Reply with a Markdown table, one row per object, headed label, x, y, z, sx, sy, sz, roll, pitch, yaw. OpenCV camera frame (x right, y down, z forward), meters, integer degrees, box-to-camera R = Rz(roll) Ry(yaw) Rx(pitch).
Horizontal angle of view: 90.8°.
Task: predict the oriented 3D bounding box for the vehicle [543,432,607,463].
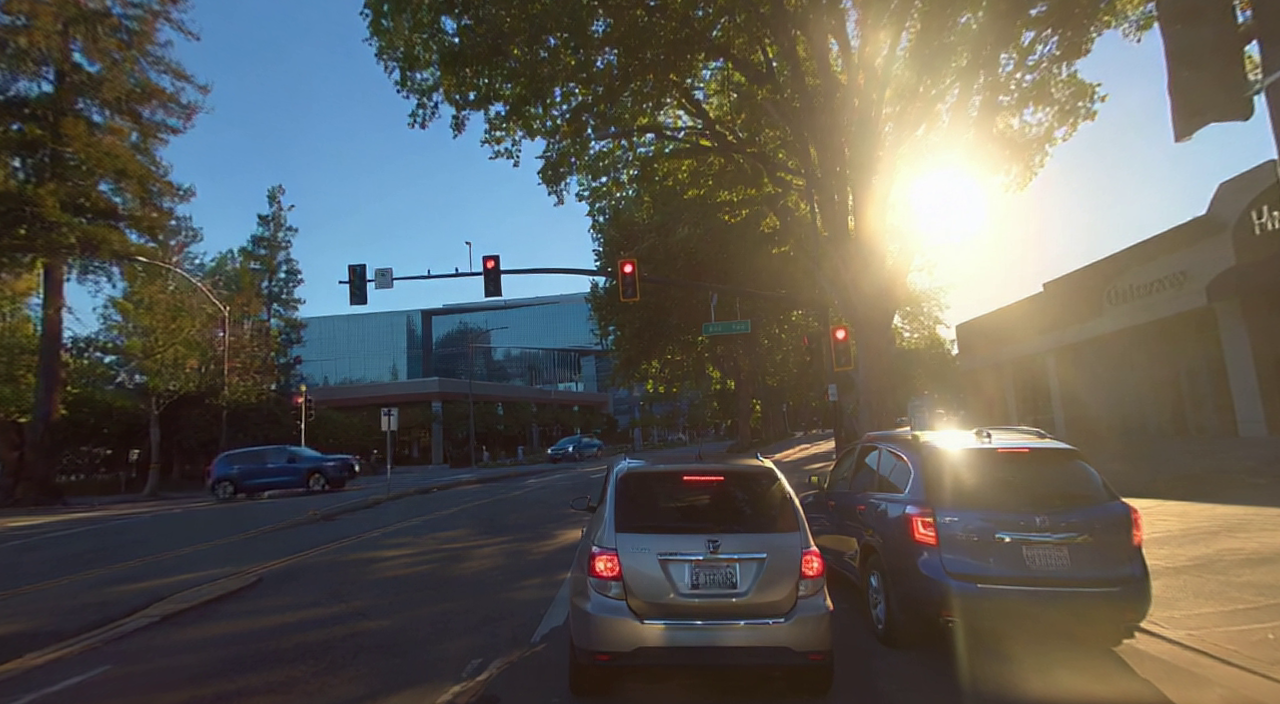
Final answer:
| label | x | y | z | sx | sy | sz | roll | pitch | yaw |
| --- | --- | --- | --- | --- | --- | --- | --- | --- | --- |
| vehicle | -3.931 | 5.958 | 39.334 | 2.244 | 1.792 | 4.648 | -3 | -9 | 18 |

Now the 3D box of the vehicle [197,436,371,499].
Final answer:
| label | x | y | z | sx | sy | sz | roll | pitch | yaw |
| --- | --- | --- | --- | --- | --- | --- | --- | --- | --- |
| vehicle | -11.948 | 3.887 | 21.501 | 4.715 | 1.745 | 2.026 | -3 | -8 | -4 |
